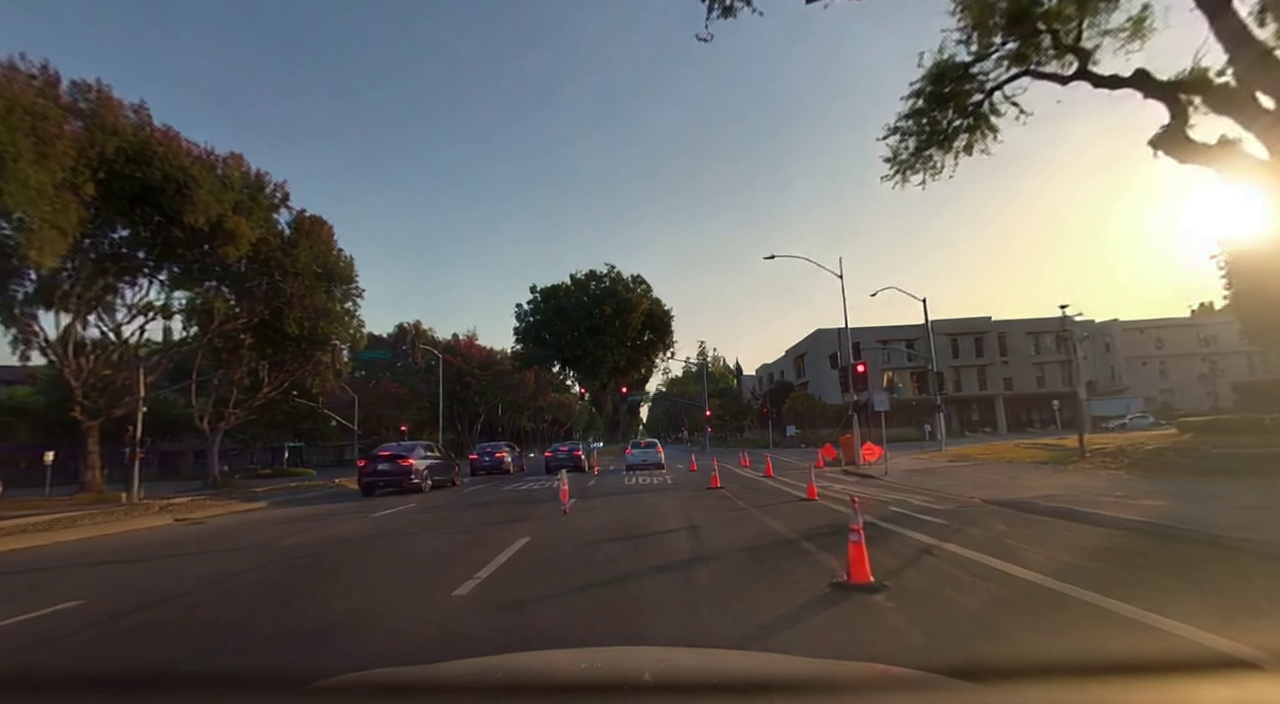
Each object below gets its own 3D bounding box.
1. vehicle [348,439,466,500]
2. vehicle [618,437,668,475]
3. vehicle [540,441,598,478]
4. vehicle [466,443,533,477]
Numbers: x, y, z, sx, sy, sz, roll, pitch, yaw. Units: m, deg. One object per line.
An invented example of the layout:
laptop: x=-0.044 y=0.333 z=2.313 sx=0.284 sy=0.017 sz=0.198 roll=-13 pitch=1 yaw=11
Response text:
vehicle: x=-6.704 y=3.408 z=18.706 sx=1.869 sy=1.570 sz=4.064 roll=0 pitch=-8 yaw=1
vehicle: x=0.142 y=4.453 z=27.255 sx=1.985 sy=1.521 sz=3.968 roll=0 pitch=-8 yaw=1
vehicle: x=-2.923 y=4.540 z=26.918 sx=1.946 sy=1.437 sz=4.154 roll=0 pitch=-8 yaw=1
vehicle: x=-6.467 y=4.996 z=29.549 sx=2.074 sy=1.447 sz=4.224 roll=0 pitch=-8 yaw=2
